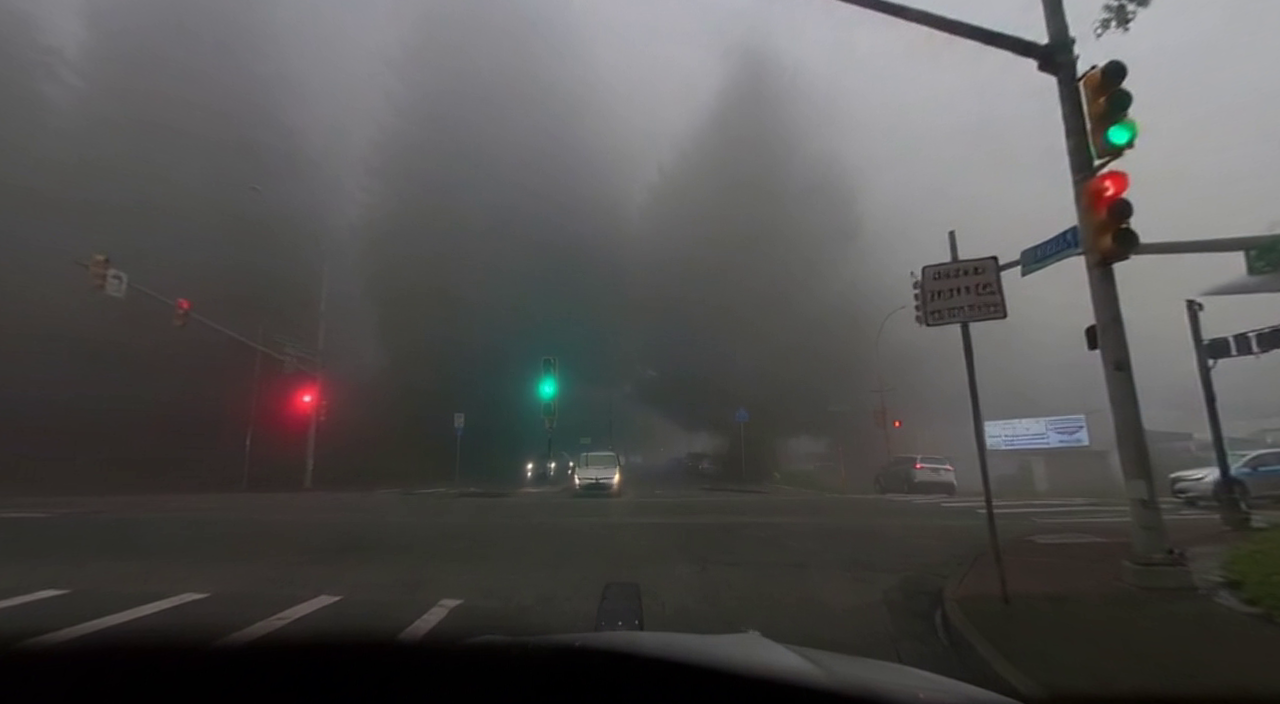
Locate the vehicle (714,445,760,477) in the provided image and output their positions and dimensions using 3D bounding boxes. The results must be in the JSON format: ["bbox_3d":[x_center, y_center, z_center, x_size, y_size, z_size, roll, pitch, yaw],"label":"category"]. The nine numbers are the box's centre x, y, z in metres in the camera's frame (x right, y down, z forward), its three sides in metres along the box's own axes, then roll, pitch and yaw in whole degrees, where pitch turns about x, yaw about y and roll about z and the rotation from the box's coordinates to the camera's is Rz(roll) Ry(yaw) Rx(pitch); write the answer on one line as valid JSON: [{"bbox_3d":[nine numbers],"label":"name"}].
[{"bbox_3d":[6.692,7.491,43.557,1.491,2.041,2.964,6,-10,-33],"label":"vehicle"}]

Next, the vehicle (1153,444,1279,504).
[{"bbox_3d":[16.682,3.265,17.119,3.876,1.512,1.784,0,-8,-1],"label":"vehicle"}]

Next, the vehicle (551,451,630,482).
[{"bbox_3d":[-2.744,6.303,35.001,3.991,1.526,1.868,-5,-9,31],"label":"vehicle"}]

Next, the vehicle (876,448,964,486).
[{"bbox_3d":[12.183,5.117,27.752,1.922,1.529,3.964,1,-12,-1],"label":"vehicle"}]
